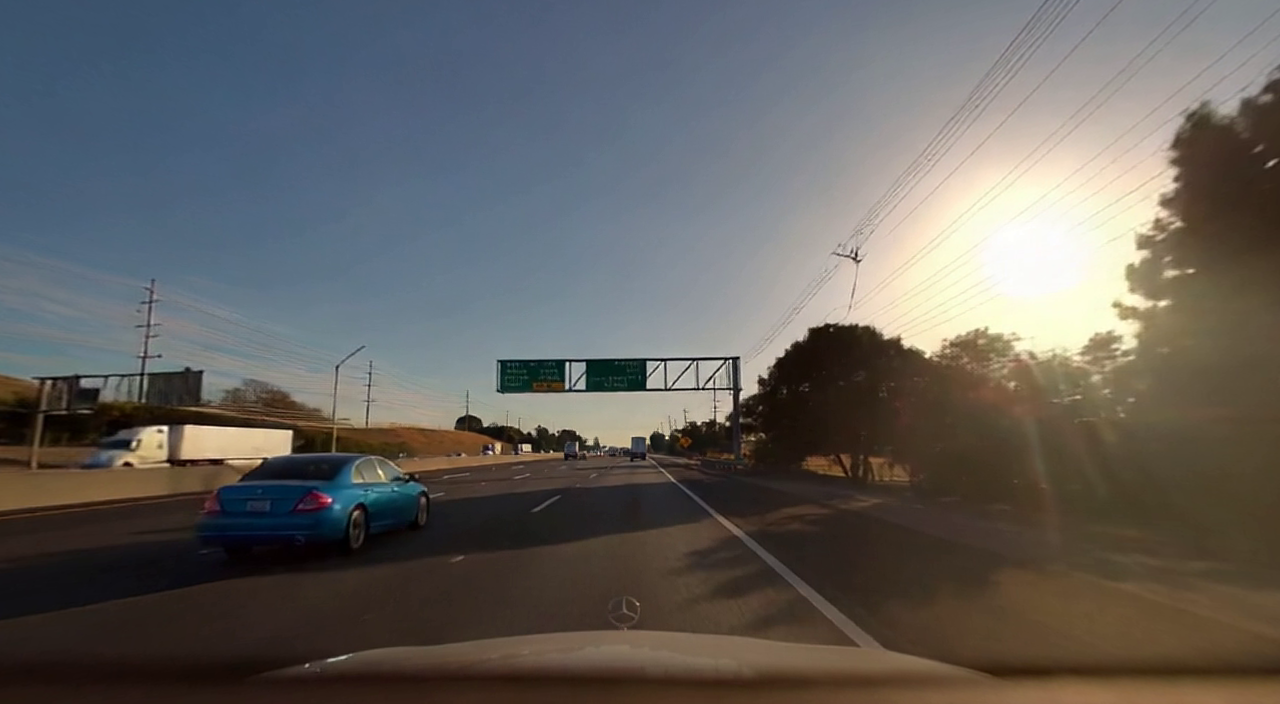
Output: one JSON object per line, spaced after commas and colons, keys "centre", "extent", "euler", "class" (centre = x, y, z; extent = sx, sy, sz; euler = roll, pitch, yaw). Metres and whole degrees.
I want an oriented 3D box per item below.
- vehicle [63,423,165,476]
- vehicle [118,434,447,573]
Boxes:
{"centre": [-40.683, 7.579, 48.999], "extent": [2.871, 3.889, 5.491], "euler": [0, -9, 0], "class": "vehicle"}
{"centre": [-4.606, 2.000, 9.166], "extent": [2.104, 1.501, 4.459], "euler": [0, -9, 1], "class": "vehicle"}
